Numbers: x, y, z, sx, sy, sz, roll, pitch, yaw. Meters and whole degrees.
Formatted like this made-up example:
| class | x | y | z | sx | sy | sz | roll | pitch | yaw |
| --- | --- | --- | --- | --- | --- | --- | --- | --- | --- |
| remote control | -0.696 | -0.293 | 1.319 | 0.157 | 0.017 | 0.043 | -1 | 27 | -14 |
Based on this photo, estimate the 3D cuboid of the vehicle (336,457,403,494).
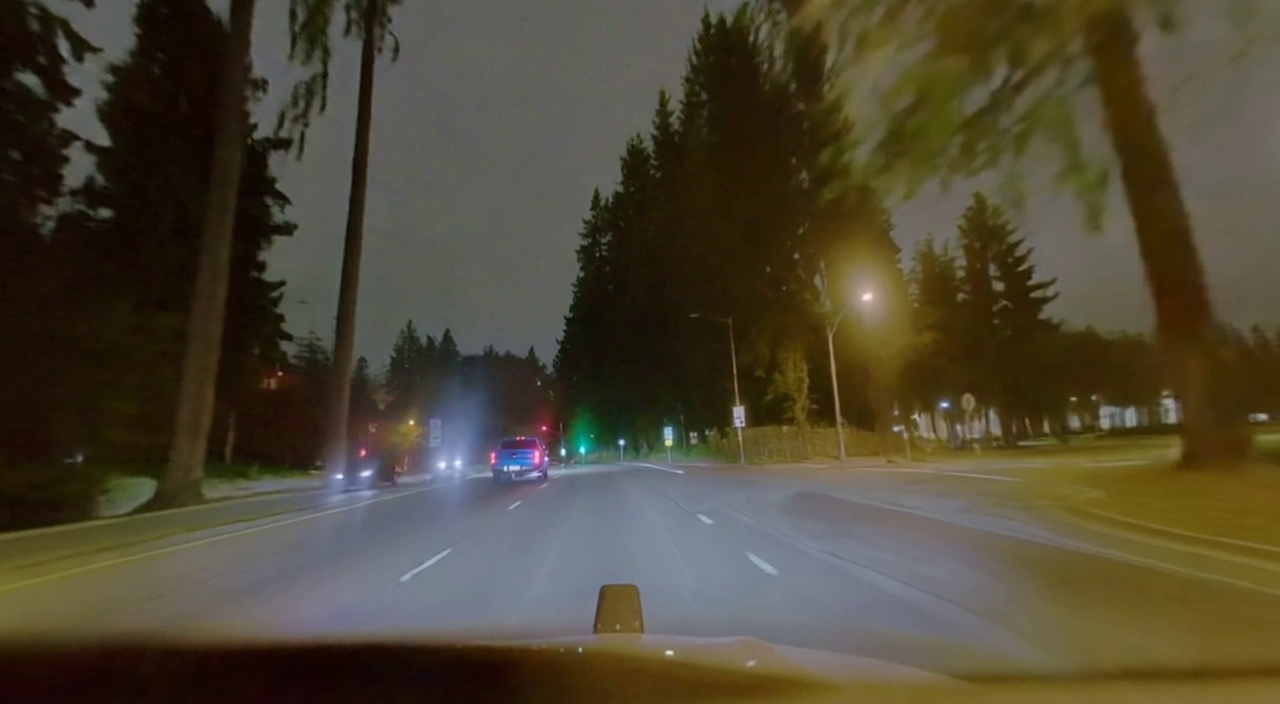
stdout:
| class | x | y | z | sx | sy | sz | roll | pitch | yaw |
| --- | --- | --- | --- | --- | --- | --- | --- | --- | --- |
| vehicle | -13.417 | 6.103 | 31.595 | 1.883 | 1.632 | 4.024 | 0 | -9 | -5 |

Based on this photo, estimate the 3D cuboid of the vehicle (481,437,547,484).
| class | x | y | z | sx | sy | sz | roll | pitch | yaw |
| --- | --- | --- | --- | --- | --- | --- | --- | --- | --- |
| vehicle | -5.614 | 4.925 | 29.086 | 2.267 | 1.849 | 6.402 | 0 | -9 | -5 |
